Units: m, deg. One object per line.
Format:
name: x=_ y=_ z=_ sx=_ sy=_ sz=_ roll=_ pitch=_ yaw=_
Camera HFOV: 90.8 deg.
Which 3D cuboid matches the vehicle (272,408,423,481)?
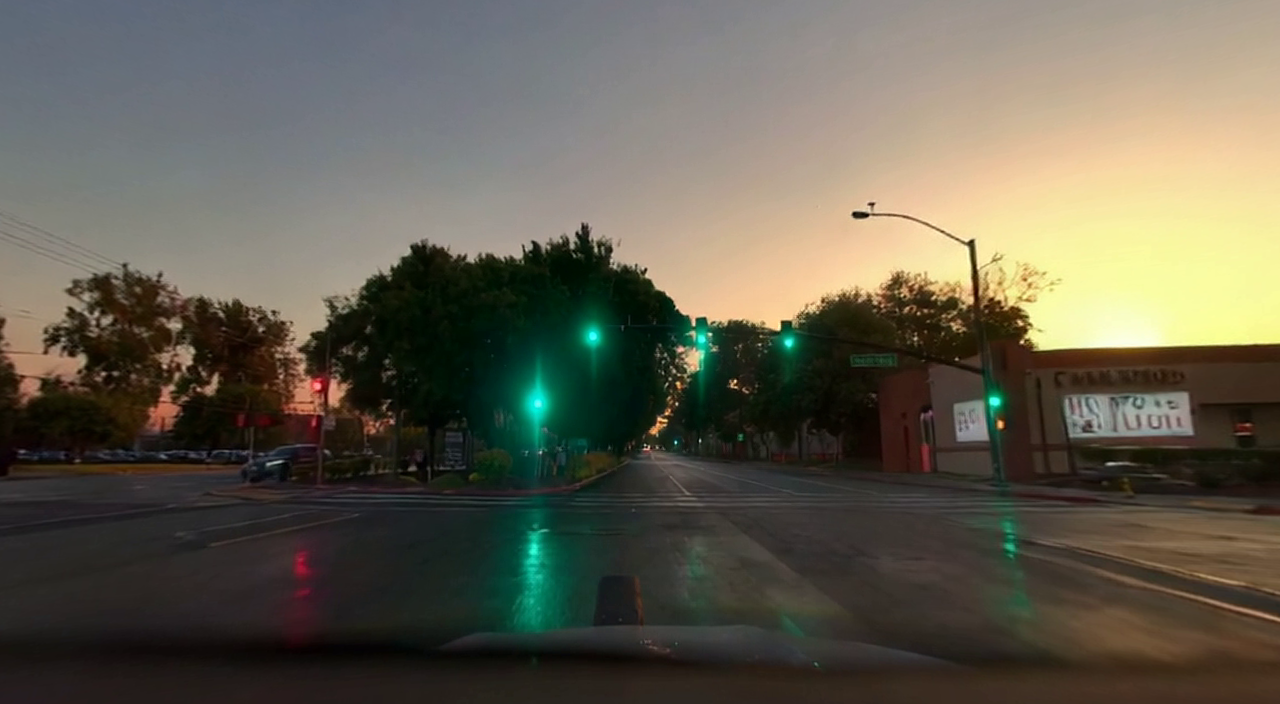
vehicle: x=-17.784 y=5.962 z=40.240 sx=2.953 sy=3.772 sz=14.243 roll=0 pitch=-9 yaw=-1
